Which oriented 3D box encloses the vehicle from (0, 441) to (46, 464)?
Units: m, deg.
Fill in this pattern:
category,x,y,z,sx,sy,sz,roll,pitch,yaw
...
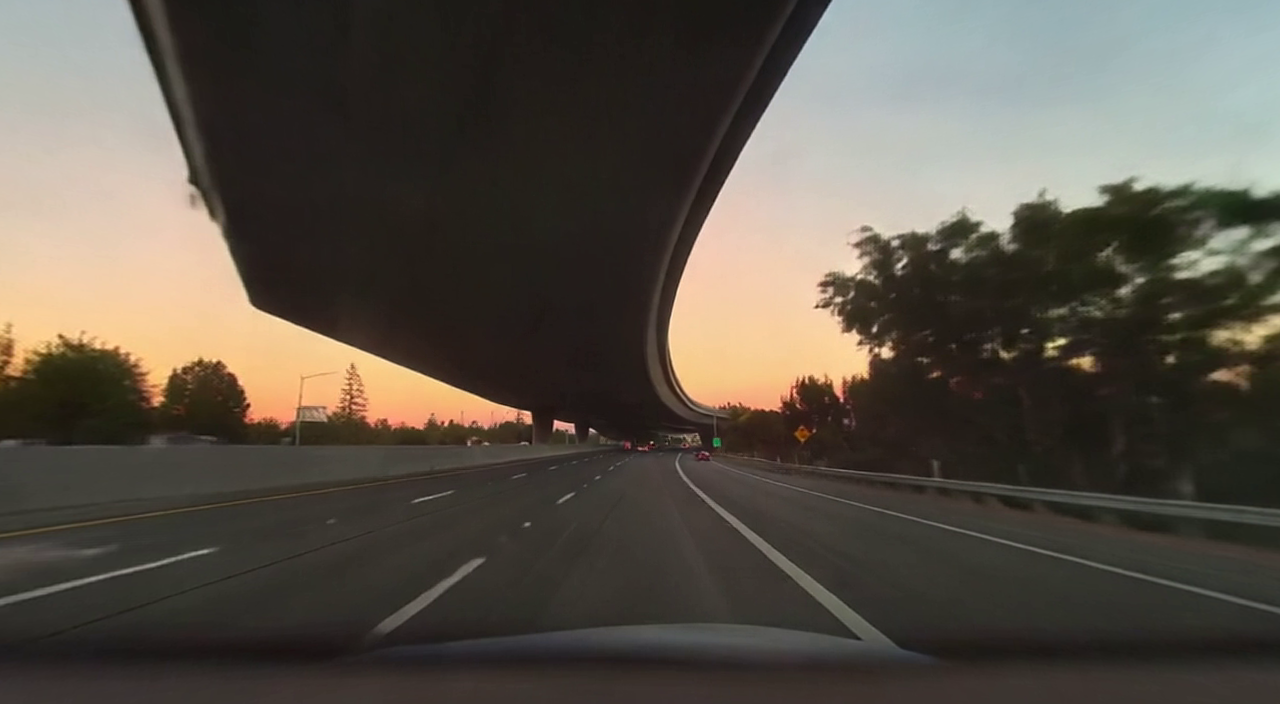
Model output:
category,x,y,z,sx,sy,sz,roll,pitch,yaw
vehicle,-44.266,6.973,43.593,1.841,1.544,4.510,0,-9,0
